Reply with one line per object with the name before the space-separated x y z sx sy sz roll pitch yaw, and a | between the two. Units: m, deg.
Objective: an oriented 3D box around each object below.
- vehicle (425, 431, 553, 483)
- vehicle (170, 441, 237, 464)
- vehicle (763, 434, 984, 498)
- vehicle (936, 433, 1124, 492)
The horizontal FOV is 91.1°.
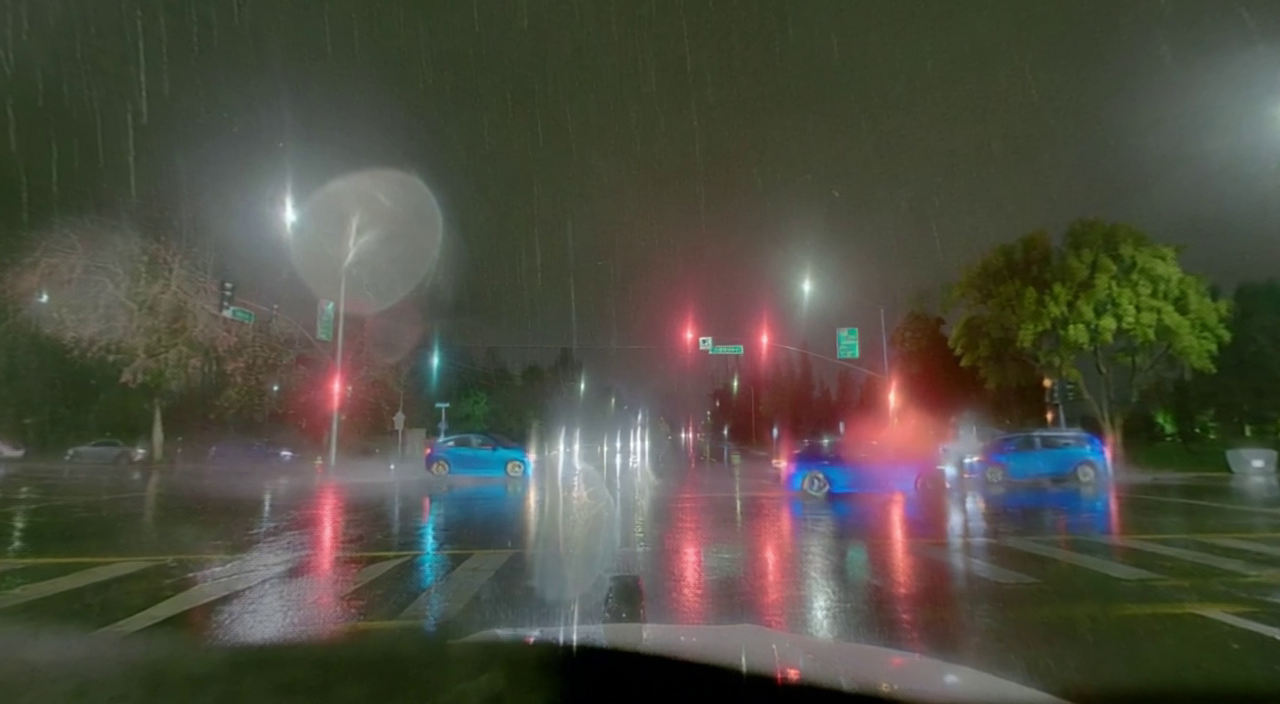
vehicle | -5.675 3.903 23.595 4.346 1.753 1.994 3 -9 -23
vehicle | -29.118 6.702 42.041 1.696 1.431 3.686 0 -8 3
vehicle | 5.964 2.958 16.524 5.000 1.559 1.960 0 -8 0
vehicle | 12.416 3.539 20.277 4.580 1.768 2.134 0 -8 1
